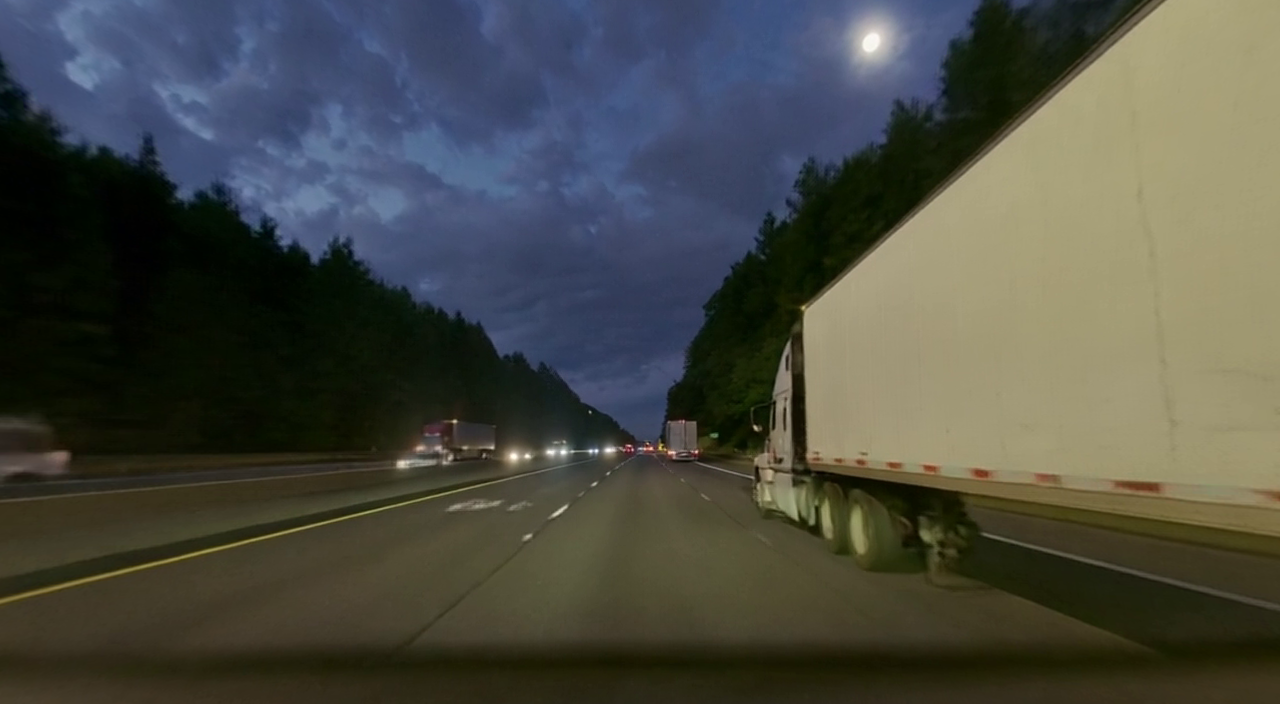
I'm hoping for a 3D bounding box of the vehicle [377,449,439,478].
[{"bbox_3d":[-12.263,5.921,33.606,1.878,1.418,3.768,0,-9,0],"label":"vehicle"}]
